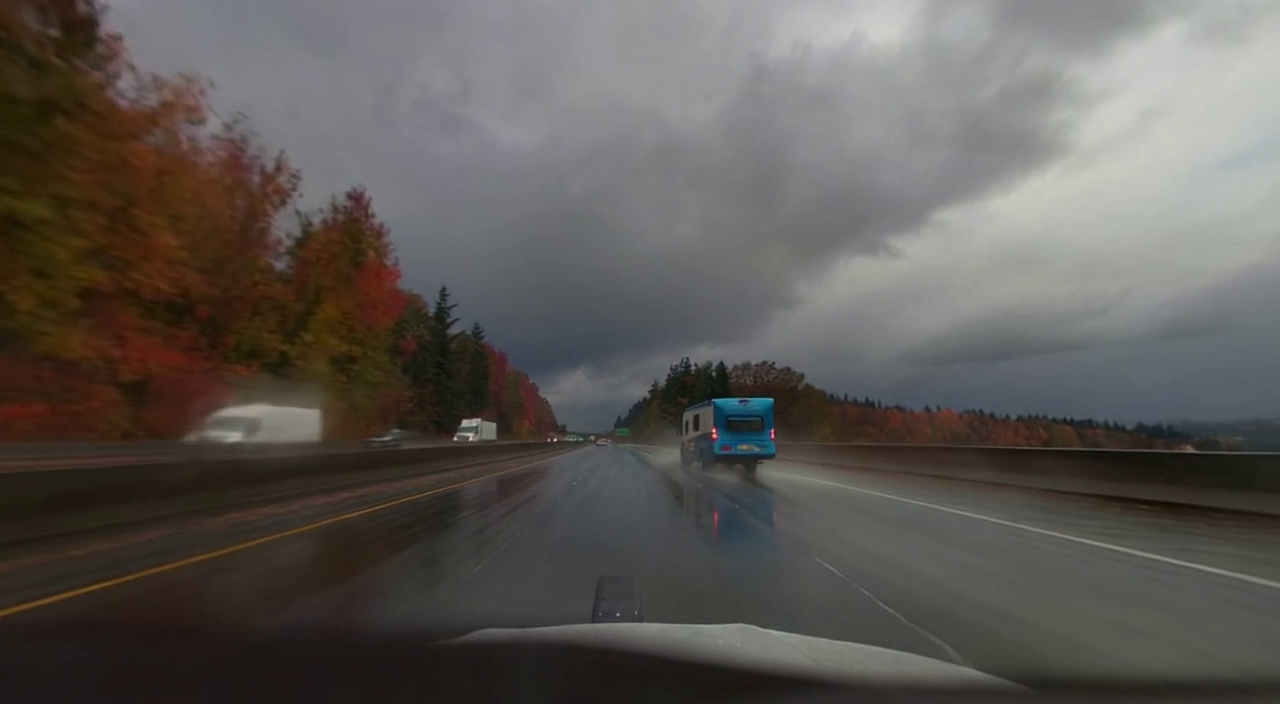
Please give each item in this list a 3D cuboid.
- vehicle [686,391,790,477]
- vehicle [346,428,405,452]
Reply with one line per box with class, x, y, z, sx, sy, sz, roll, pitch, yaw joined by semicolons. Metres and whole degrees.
vehicle;3.555;3.239;24.742;2.815;2.876;7.101;0;-8;-1
vehicle;-17.316;5.800;41.415;1.861;1.502;4.738;0;-8;0
